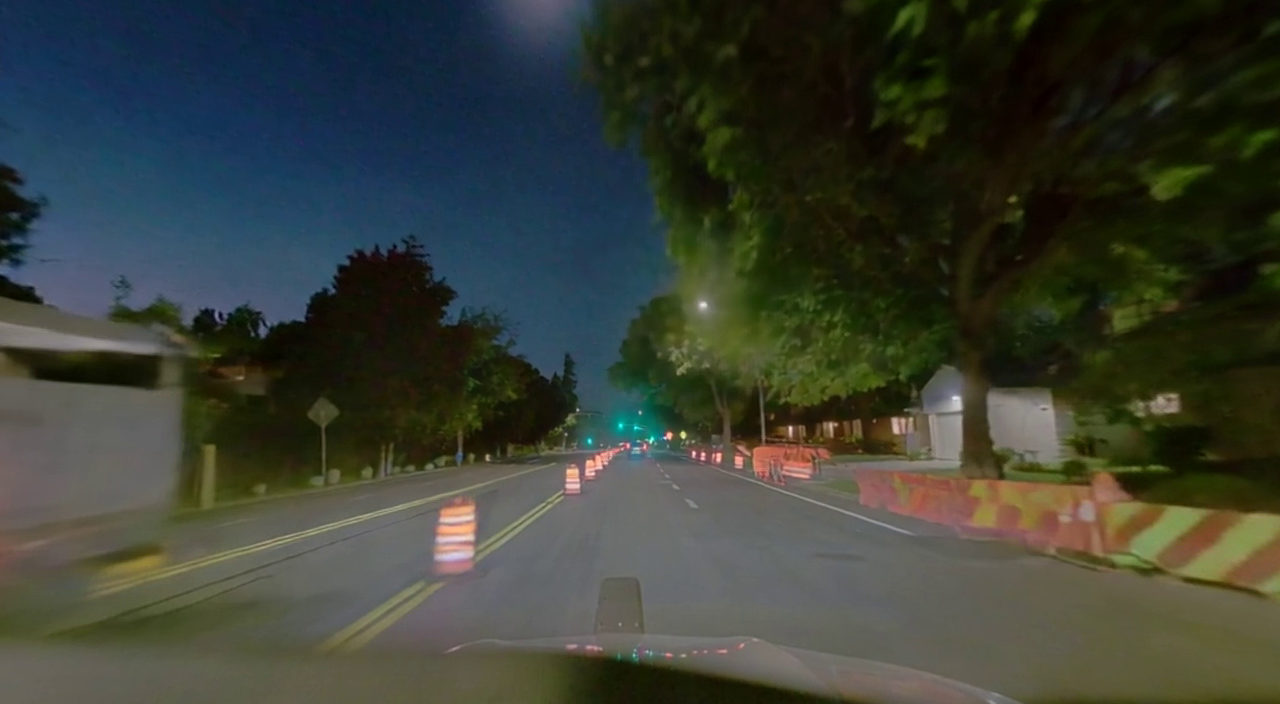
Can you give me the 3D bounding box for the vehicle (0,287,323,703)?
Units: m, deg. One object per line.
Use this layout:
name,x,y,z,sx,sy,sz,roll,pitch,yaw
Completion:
vehicle,-3.521,0.605,0.986,2.742,1.962,6.409,0,-8,0
